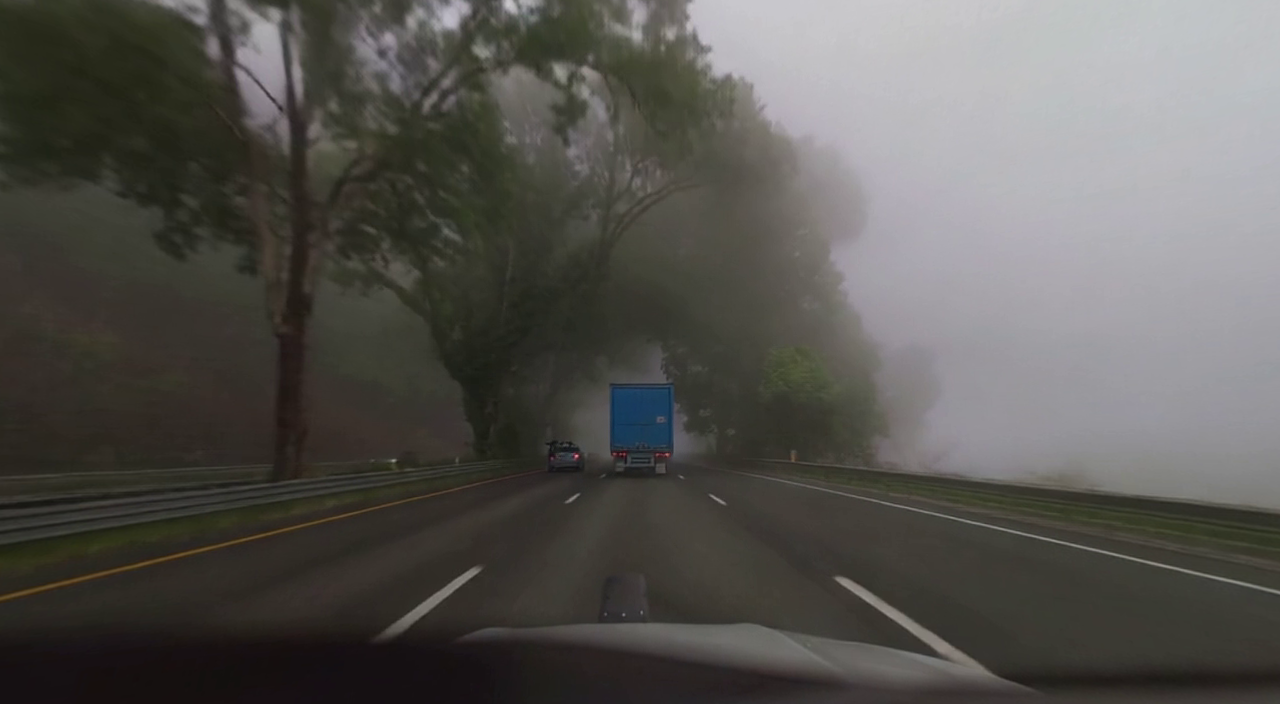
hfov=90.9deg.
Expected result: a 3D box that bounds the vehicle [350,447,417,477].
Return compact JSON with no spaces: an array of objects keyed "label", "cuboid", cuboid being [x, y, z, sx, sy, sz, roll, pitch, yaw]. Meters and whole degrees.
[{"label":"vehicle","cuboid":[-16.081,6.899,39.793,2.008,1.748,4.967,0,-9,2]}]

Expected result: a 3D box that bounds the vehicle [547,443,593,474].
[{"label":"vehicle","cuboid":[-3.880,6.058,35.963,2.018,1.632,4.722,0,-9,1]}]

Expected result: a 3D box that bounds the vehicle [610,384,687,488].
[{"label":"vehicle","cuboid":[0.401,3.813,28.031,2.821,3.878,8.925,0,-9,1]}]
